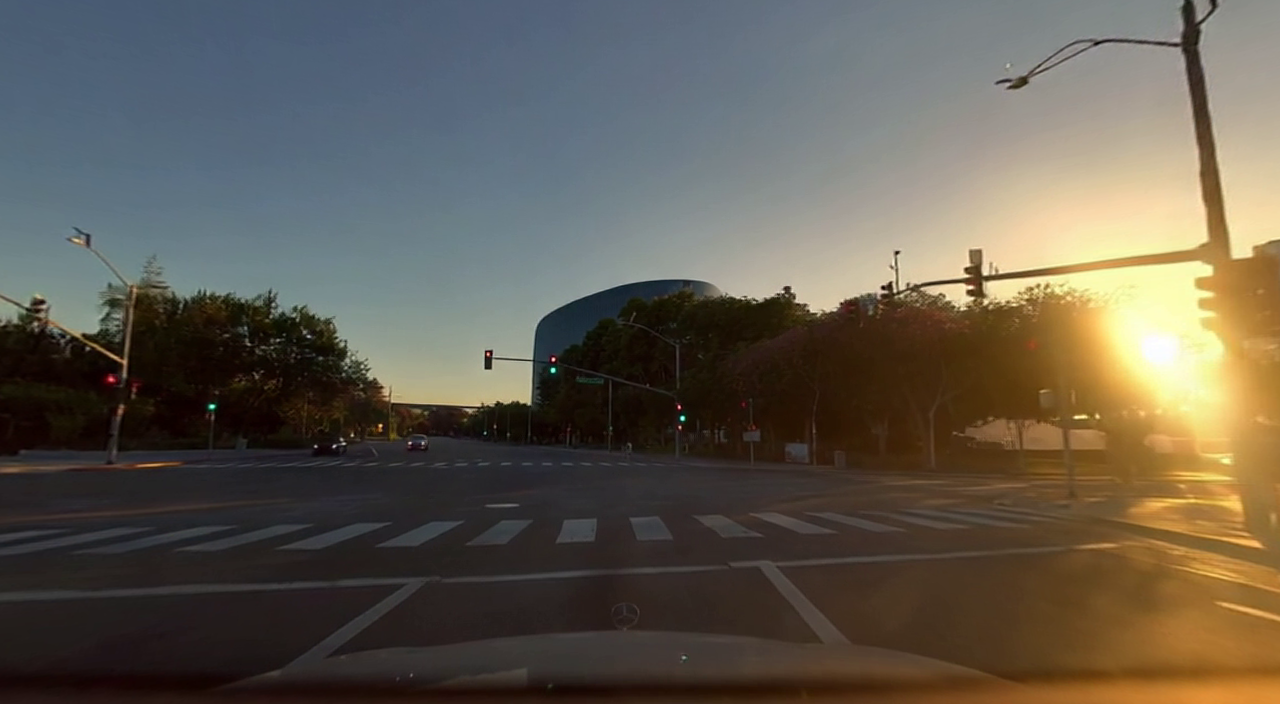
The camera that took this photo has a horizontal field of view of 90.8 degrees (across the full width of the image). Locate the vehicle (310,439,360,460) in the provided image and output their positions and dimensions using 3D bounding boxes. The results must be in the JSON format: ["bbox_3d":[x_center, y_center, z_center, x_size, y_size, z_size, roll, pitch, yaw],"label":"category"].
[{"bbox_3d":[-21.348,6.853,44.433,1.918,1.432,4.433,1,-9,-9],"label":"vehicle"}]
